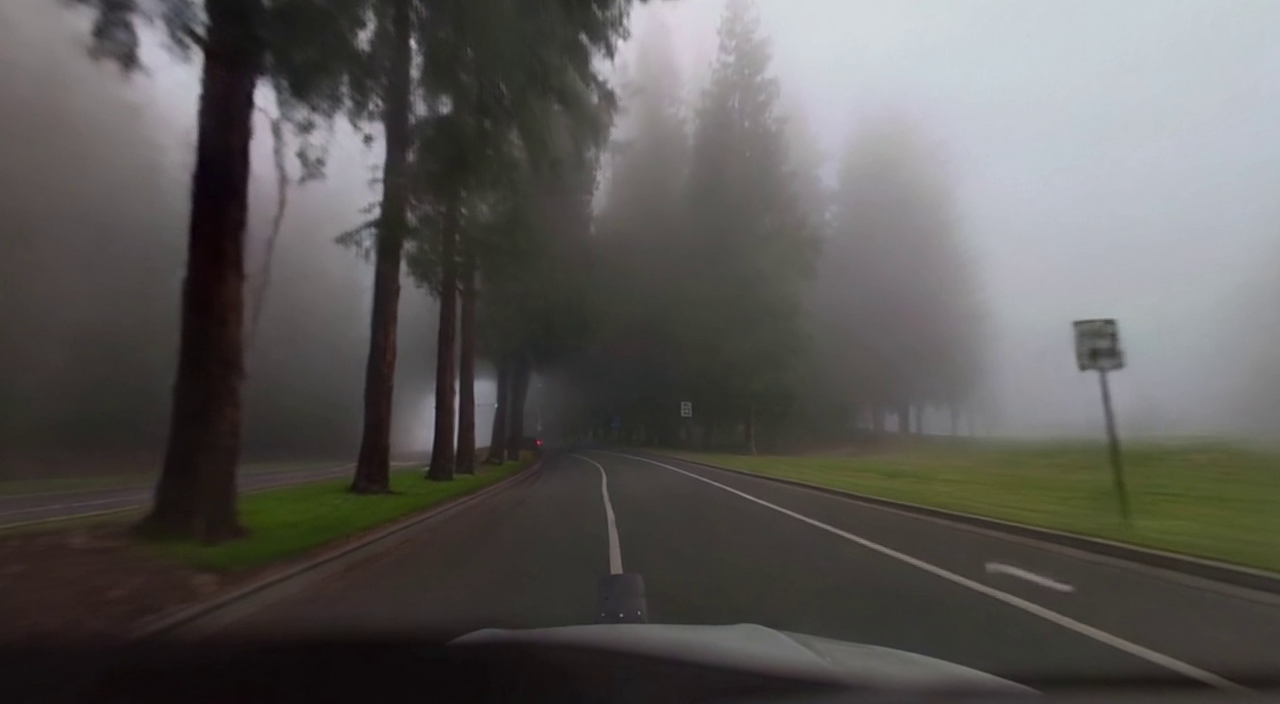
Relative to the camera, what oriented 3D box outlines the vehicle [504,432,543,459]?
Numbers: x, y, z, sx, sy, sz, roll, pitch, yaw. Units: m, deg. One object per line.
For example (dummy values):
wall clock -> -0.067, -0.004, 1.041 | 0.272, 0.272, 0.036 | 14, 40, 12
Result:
vehicle -> -8.458, 6.911, 46.590 | 2.267, 1.849, 6.402 | 1, -9, -6
